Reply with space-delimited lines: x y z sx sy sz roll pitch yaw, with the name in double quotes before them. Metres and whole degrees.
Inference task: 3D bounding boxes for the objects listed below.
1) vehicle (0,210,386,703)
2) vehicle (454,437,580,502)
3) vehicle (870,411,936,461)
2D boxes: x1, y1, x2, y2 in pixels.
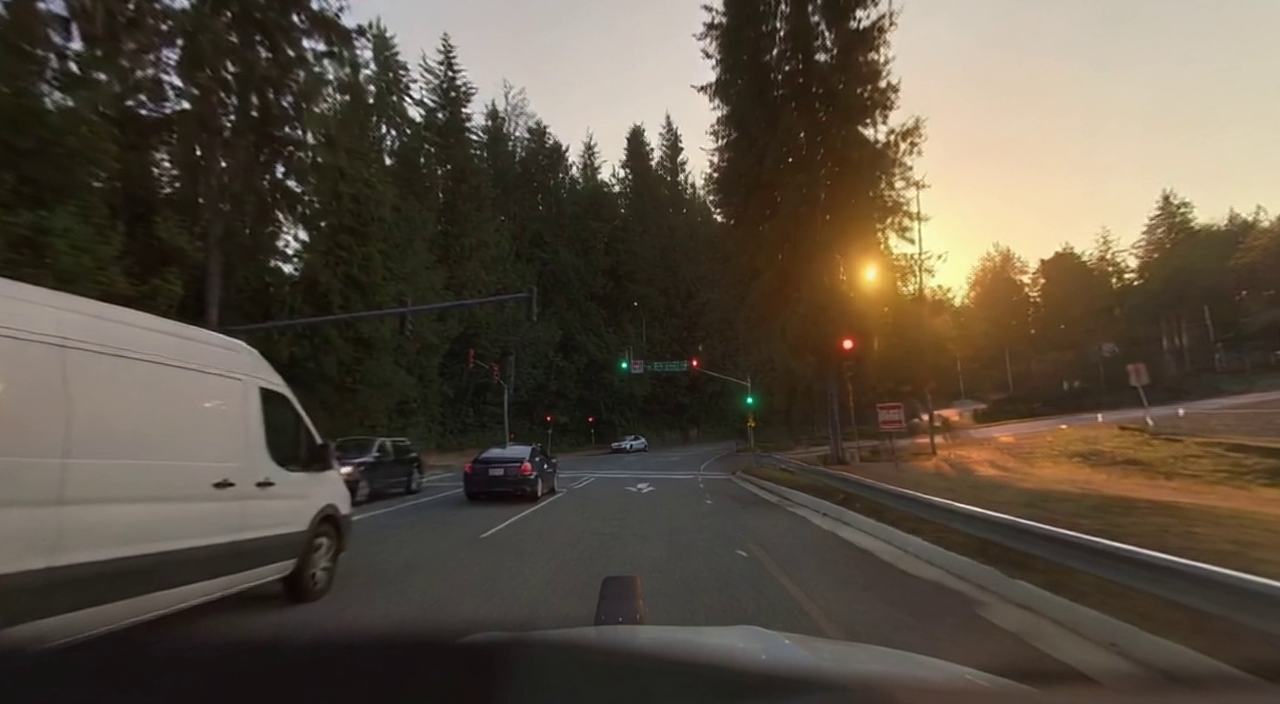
"vehicle" -3.522 0.702 3.087 2.362 2.185 5.212 0 -8 0
"vehicle" -3.090 3.068 16.967 2.088 1.484 4.572 -1 -8 5
"vehicle" 10.337 3.318 24.737 2.434 1.886 1.216 6 -11 -36
